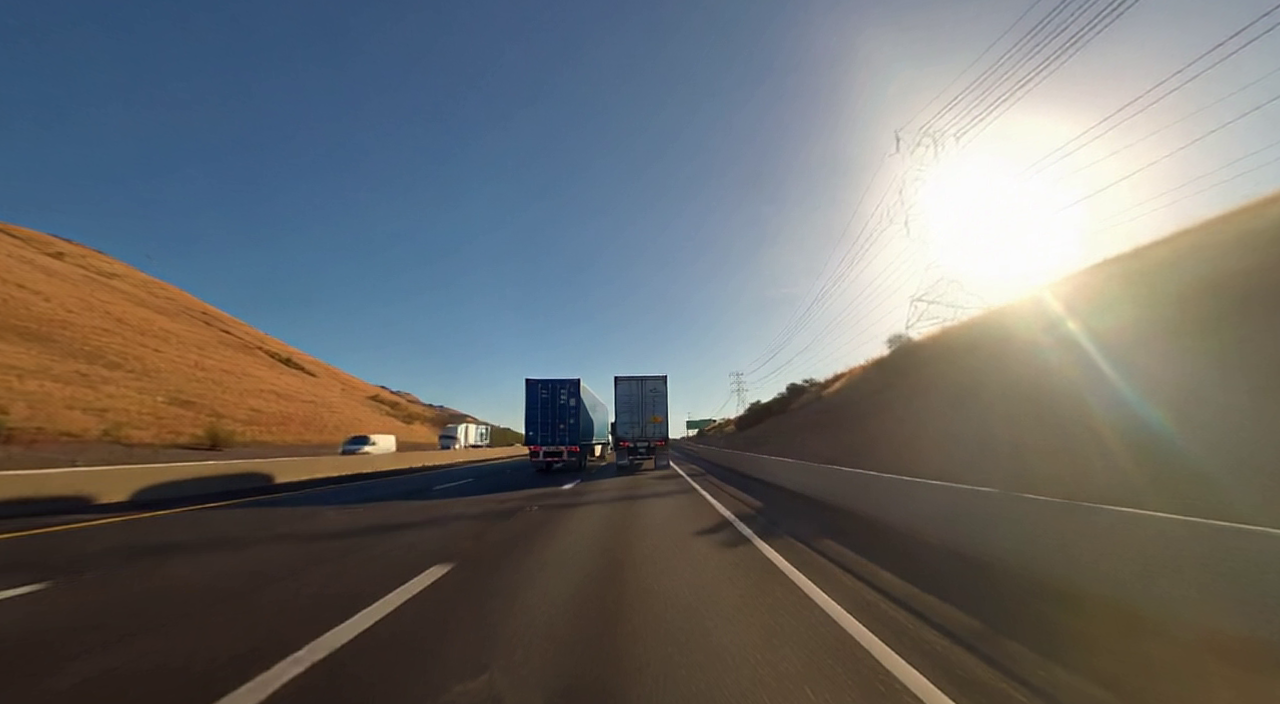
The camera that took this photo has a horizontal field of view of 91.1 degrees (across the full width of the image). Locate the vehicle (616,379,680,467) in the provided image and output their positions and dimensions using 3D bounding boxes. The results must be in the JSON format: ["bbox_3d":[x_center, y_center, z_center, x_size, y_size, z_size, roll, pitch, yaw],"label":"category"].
[{"bbox_3d":[0.264,4.112,35.332,3.006,4.120,11.586,0,-8,-1],"label":"vehicle"}]

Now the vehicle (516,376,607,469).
[{"bbox_3d":[-3.811,4.070,34.743,3.065,4.105,13.706,0,-8,1],"label":"vehicle"}]

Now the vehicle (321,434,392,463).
[{"bbox_3d":[-17.503,5.968,39.112,2.056,1.688,5.031,0,-8,0],"label":"vehicle"}]
